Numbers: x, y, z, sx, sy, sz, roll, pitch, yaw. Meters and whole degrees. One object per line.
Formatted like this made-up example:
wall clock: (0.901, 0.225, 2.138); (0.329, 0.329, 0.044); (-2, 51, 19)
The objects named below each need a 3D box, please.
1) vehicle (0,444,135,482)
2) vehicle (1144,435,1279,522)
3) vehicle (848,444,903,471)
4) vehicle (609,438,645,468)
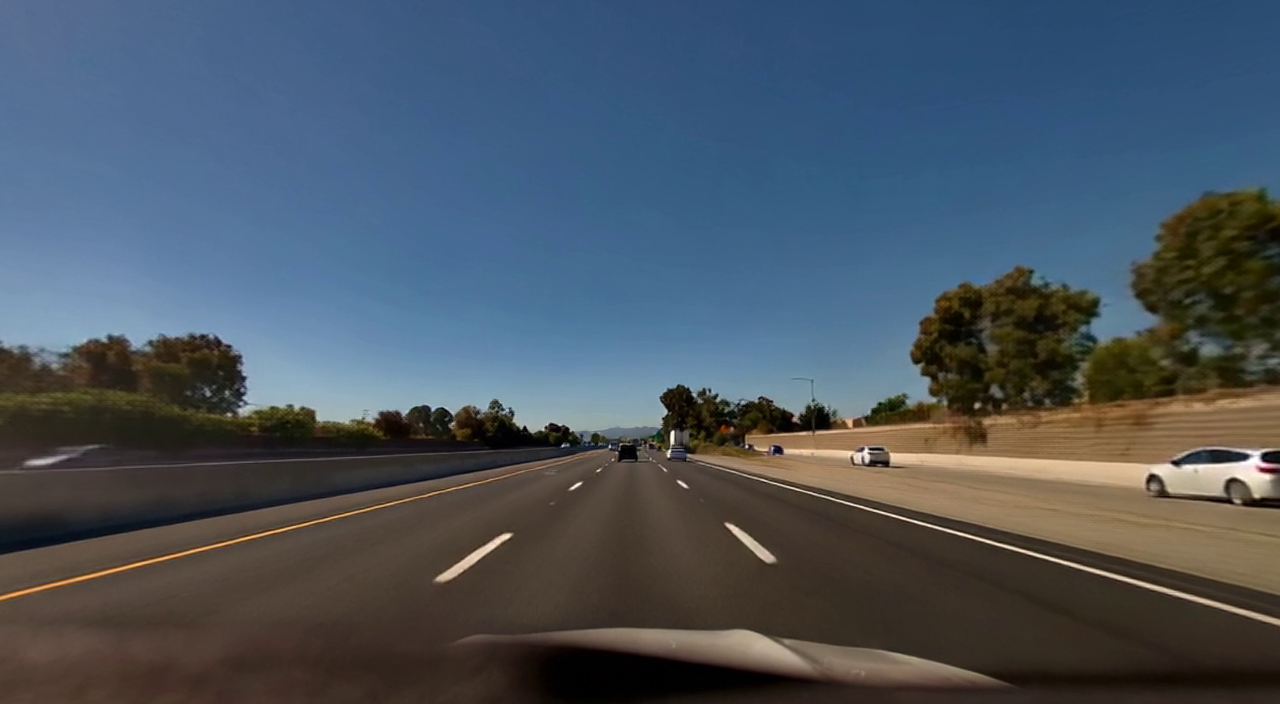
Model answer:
vehicle: (-25.405, 4.896, 28.173); (1.931, 1.538, 4.599); (0, -9, 0)
vehicle: (13.341, 2.608, 13.290); (1.912, 1.673, 4.438); (0, -9, 2)
vehicle: (14.471, 6.508, 39.077); (1.867, 1.563, 4.436); (0, -9, 3)
vehicle: (-0.753, 6.188, 38.757); (2.121, 1.739, 4.087); (0, -9, 0)
